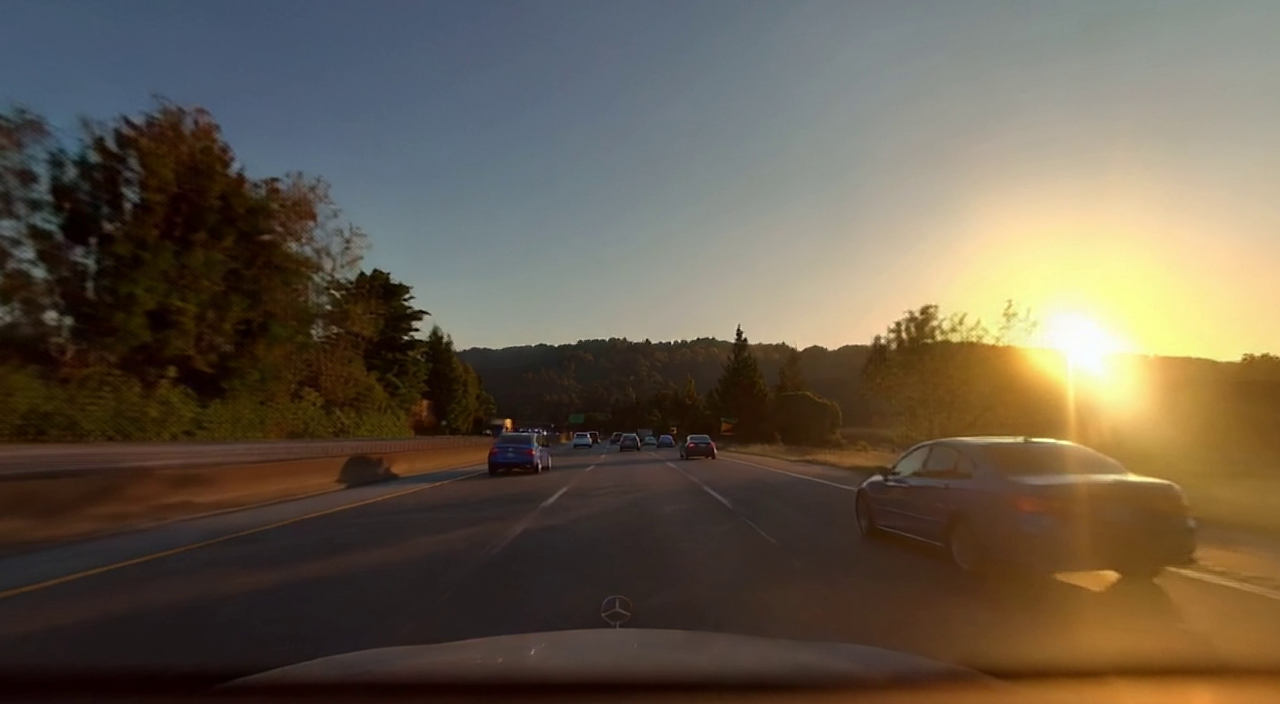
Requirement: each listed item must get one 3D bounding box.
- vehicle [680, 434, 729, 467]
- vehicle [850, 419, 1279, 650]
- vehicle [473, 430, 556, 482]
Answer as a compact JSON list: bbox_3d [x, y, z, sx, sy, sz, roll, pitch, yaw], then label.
[{"bbox_3d":[3.139,4.849,31.365,1.883,1.536,3.792,1,-8,-3],"label":"vehicle"},{"bbox_3d":[3.734,1.457,6.115,1.986,1.488,3.867,0,-8,-1],"label":"vehicle"},{"bbox_3d":[-4.016,3.380,20.903,1.941,1.529,4.111,0,-8,-1],"label":"vehicle"}]
